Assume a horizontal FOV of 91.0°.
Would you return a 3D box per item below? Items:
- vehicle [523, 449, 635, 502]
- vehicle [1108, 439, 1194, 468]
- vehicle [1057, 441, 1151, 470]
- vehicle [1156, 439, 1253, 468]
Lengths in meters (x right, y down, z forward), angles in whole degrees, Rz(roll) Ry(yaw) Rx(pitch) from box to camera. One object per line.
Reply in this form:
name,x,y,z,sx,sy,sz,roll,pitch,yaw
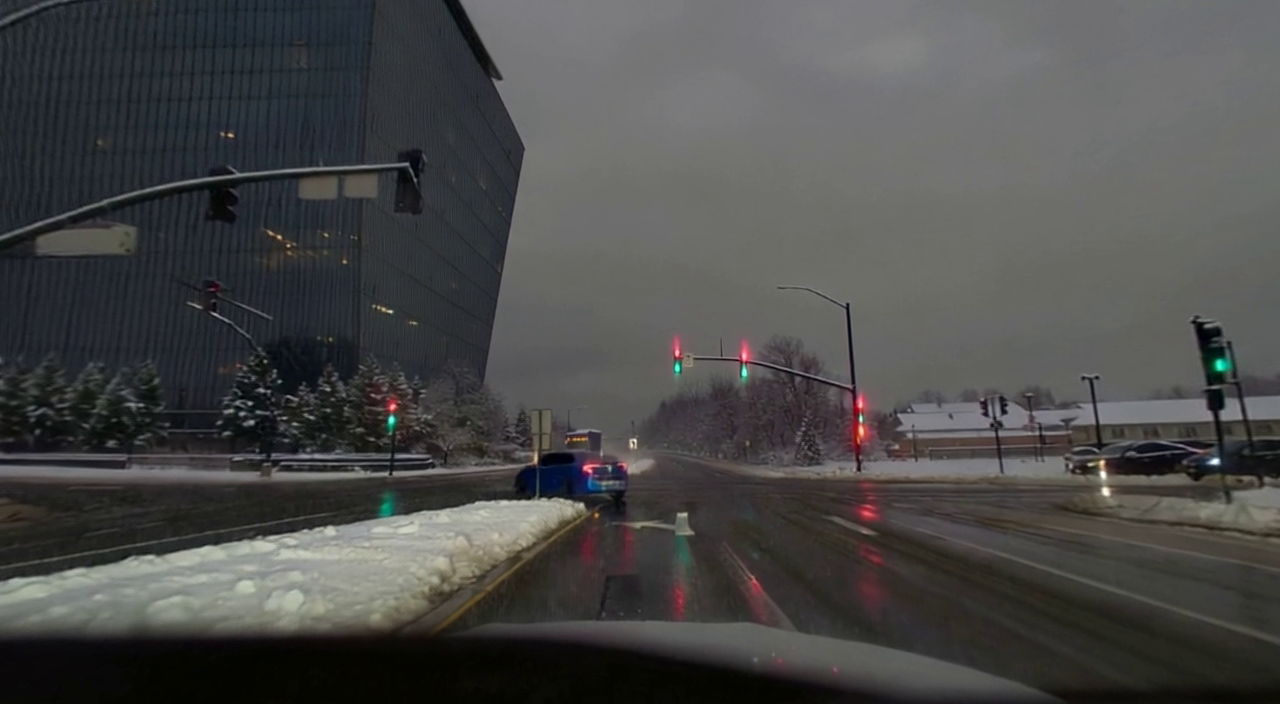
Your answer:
vehicle,-2.111,3.995,20.843,2.014,1.525,4.197,6,-10,-32
vehicle,27.822,5.540,34.439,1.816,1.476,3.652,0,-9,4
vehicle,25.491,5.698,34.788,2.021,1.484,4.454,0,-9,4
vehicle,30.370,5.453,34.037,1.946,1.467,3.670,0,-9,4
